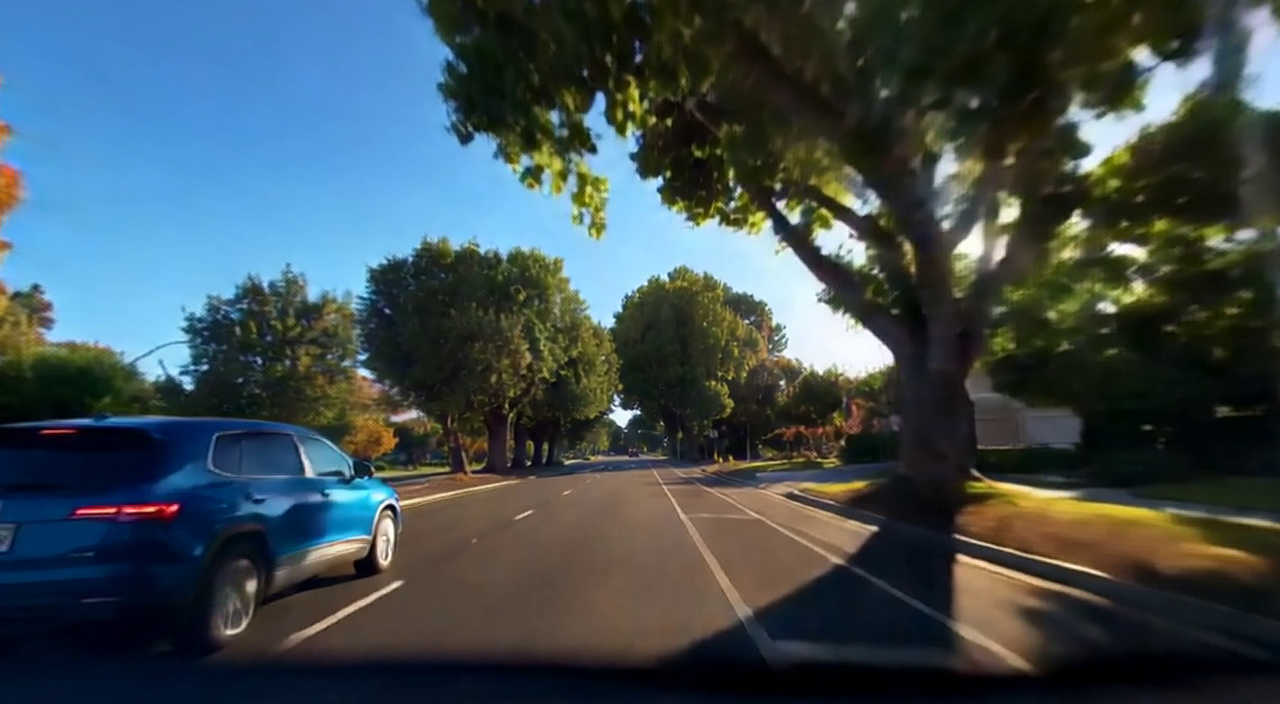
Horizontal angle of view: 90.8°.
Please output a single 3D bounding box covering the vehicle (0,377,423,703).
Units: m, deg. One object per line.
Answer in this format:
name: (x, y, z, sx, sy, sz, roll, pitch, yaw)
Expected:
vehicle: (-3.706, 1.323, 5.403, 2.121, 1.724, 4.392, 0, -9, 0)
